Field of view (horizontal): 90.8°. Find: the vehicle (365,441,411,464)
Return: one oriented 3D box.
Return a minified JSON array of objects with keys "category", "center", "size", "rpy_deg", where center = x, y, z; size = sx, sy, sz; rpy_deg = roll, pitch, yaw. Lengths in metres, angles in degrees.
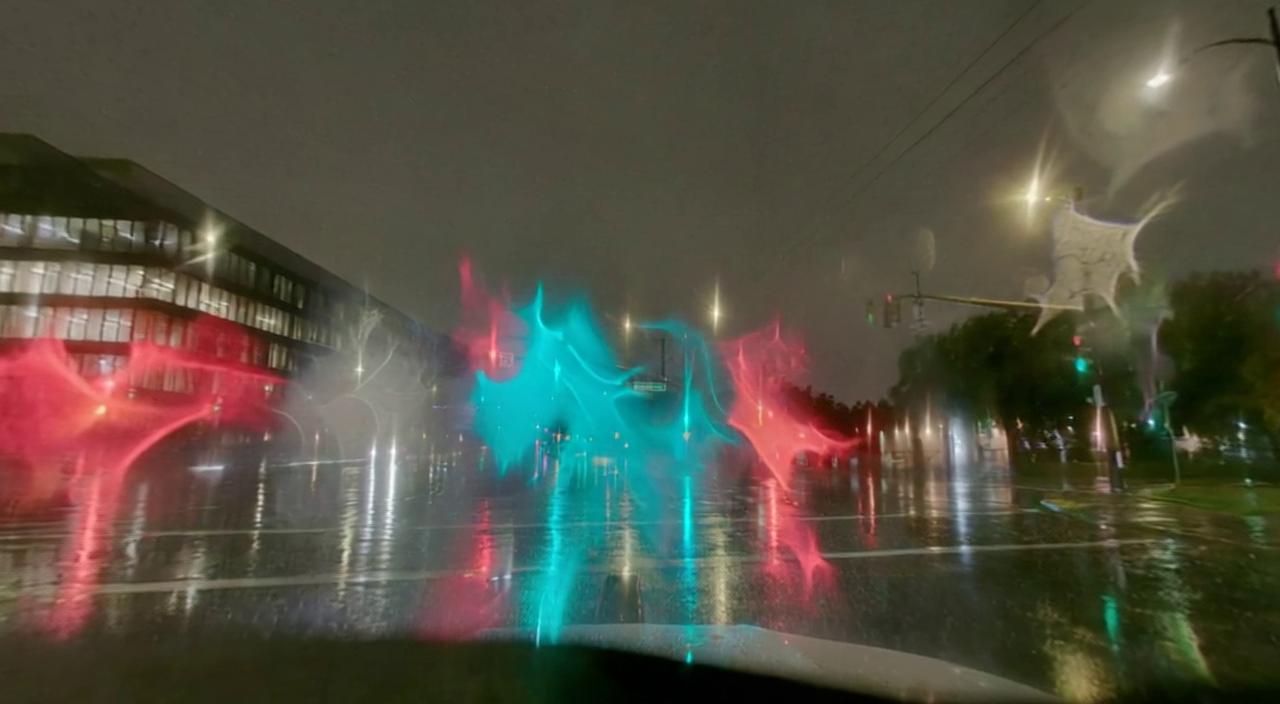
[{"category":"vehicle","center":[-17.122,6.811,43.123],"size":[1.969,1.464,4.485],"rpy_deg":[1,-9,-10]}]
